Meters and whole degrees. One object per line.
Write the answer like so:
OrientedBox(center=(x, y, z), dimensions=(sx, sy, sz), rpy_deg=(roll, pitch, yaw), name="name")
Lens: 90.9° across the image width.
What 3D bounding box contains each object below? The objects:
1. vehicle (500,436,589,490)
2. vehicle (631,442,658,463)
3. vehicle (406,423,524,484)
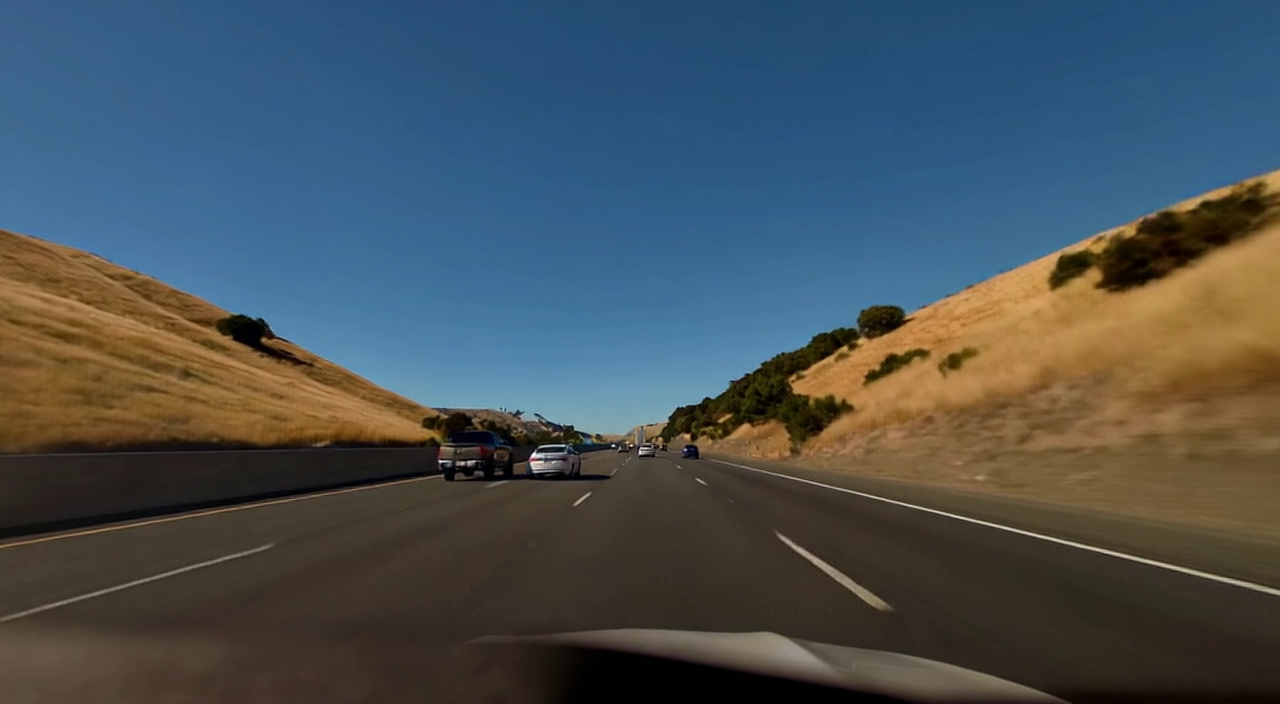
OrientedBox(center=(-2.978, 3.589, 20.756), dimensions=(2.091, 1.552, 4.516), rpy_deg=(0, -8, 2), name="vehicle")
OrientedBox(center=(0.371, 7.790, 49.176), dimensions=(2.031, 1.566, 3.904), rpy_deg=(0, -8, 0), name="vehicle")
OrientedBox(center=(-6.583, 3.938, 24.768), dimensions=(2.589, 2.063, 6.206), rpy_deg=(0, -8, 2), name="vehicle")
